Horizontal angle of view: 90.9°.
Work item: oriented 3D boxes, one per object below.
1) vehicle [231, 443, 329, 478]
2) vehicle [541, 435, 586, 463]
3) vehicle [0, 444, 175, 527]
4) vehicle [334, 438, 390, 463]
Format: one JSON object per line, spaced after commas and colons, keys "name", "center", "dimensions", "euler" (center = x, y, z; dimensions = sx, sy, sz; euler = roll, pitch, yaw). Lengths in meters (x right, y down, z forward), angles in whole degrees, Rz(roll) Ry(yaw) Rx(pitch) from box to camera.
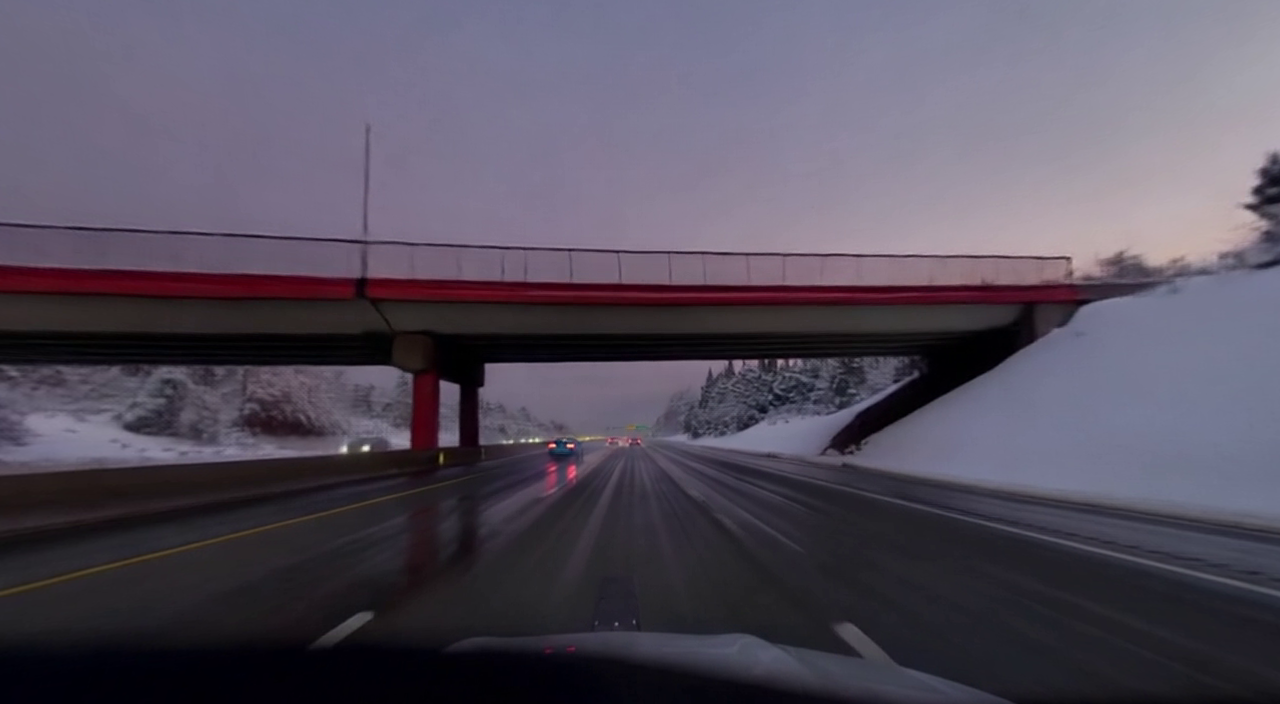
{"name": "vehicle", "center": [-16.535, 4.967, 29.258], "dimensions": [1.831, 1.427, 4.610], "euler": [0, -8, 0]}
{"name": "vehicle", "center": [-4.393, 5.640, 36.845], "dimensions": [2.074, 1.535, 4.437], "euler": [0, -8, 0]}
{"name": "vehicle", "center": [-12.677, 2.724, 13.438], "dimensions": [1.970, 1.473, 4.699], "euler": [0, -8, -1]}
{"name": "vehicle", "center": [-20.055, 7.127, 45.710], "dimensions": [1.970, 1.703, 4.636], "euler": [0, -8, -1]}
